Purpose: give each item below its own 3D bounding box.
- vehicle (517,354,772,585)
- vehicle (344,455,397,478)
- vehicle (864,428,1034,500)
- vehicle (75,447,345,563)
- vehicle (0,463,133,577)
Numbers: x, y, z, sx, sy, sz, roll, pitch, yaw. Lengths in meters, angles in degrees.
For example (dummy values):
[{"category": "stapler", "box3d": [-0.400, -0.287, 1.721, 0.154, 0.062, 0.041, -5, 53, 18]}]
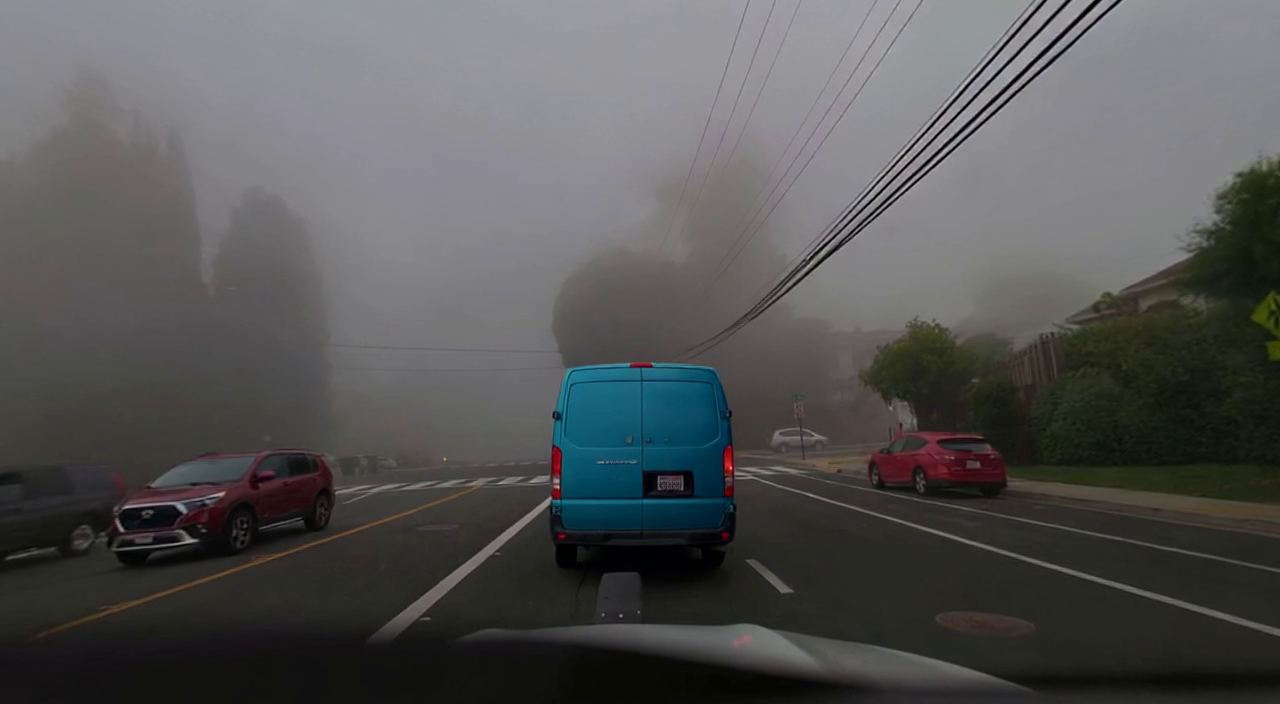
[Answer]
[{"category": "vehicle", "box3d": [0.053, 1.443, 8.347, 2.342, 2.142, 4.809, 0, -9, 0]}, {"category": "vehicle", "box3d": [-18.452, 7.839, 43.491, 1.816, 1.445, 4.120, 0, -9, 0]}, {"category": "vehicle", "box3d": [7.306, 2.684, 15.526, 1.883, 1.504, 4.220, 0, -9, -3]}, {"category": "vehicle", "box3d": [-7.539, 2.646, 11.804, 1.997, 1.724, 4.417, 0, -9, -1]}, {"category": "vehicle", "box3d": [-10.494, 2.560, 9.537, 1.986, 1.610, 4.456, 0, -9, -1]}]
